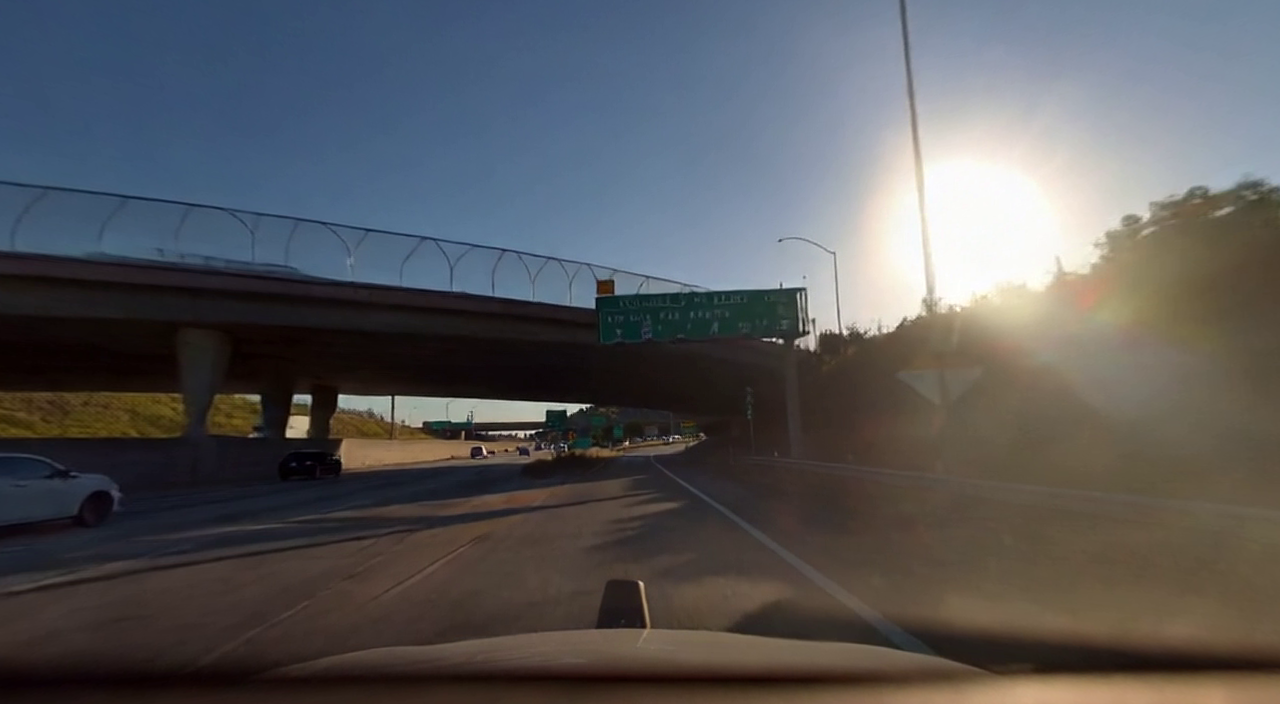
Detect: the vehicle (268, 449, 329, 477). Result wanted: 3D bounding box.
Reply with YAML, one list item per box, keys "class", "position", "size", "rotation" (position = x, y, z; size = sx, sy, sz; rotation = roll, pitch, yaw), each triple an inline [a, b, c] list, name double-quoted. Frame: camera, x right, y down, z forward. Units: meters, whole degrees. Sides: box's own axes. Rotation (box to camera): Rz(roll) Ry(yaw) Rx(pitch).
- class: "vehicle"
  position: [-23.201, 7.520, 42.958]
  size: [2.093, 1.735, 4.285]
  rotation: [0, -9, -6]
